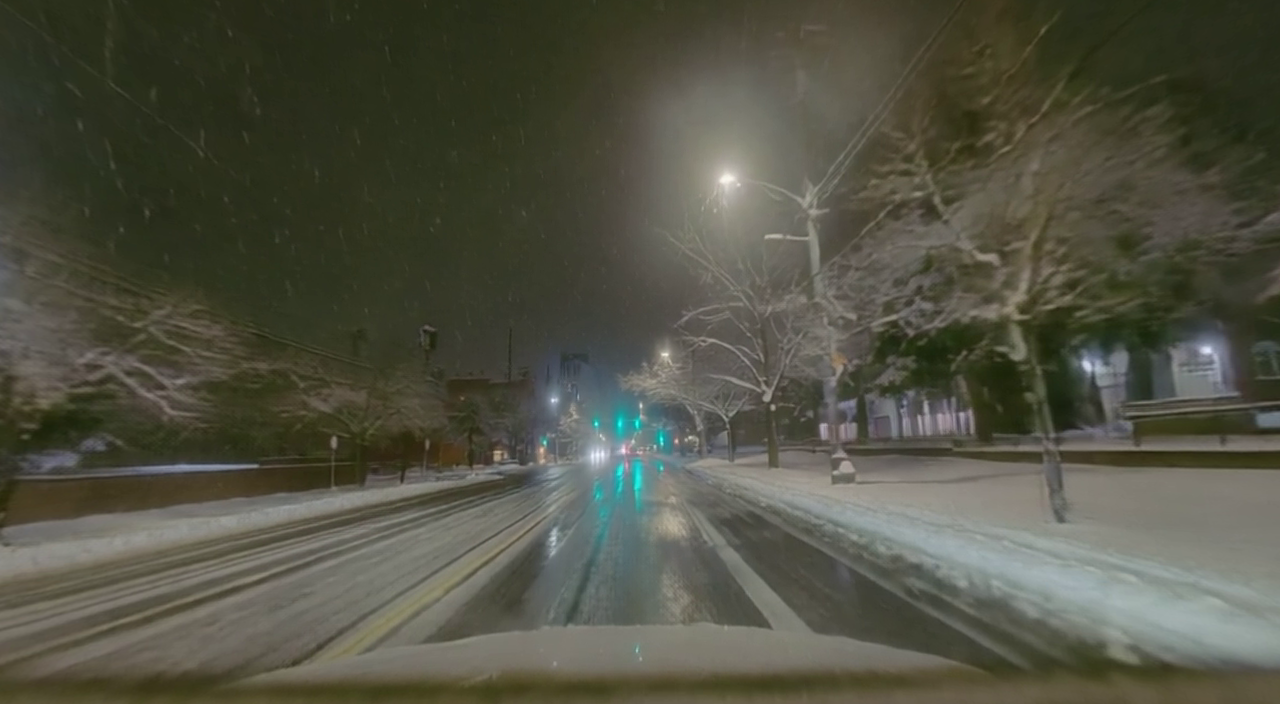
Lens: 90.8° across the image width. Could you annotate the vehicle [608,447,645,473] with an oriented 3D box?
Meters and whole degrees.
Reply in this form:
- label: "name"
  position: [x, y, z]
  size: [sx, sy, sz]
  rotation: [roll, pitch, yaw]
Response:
- label: "vehicle"
  position: [-0.833, 6.539, 38.609]
  size: [2.131, 1.474, 4.146]
  rotation: [0, -9, -1]
